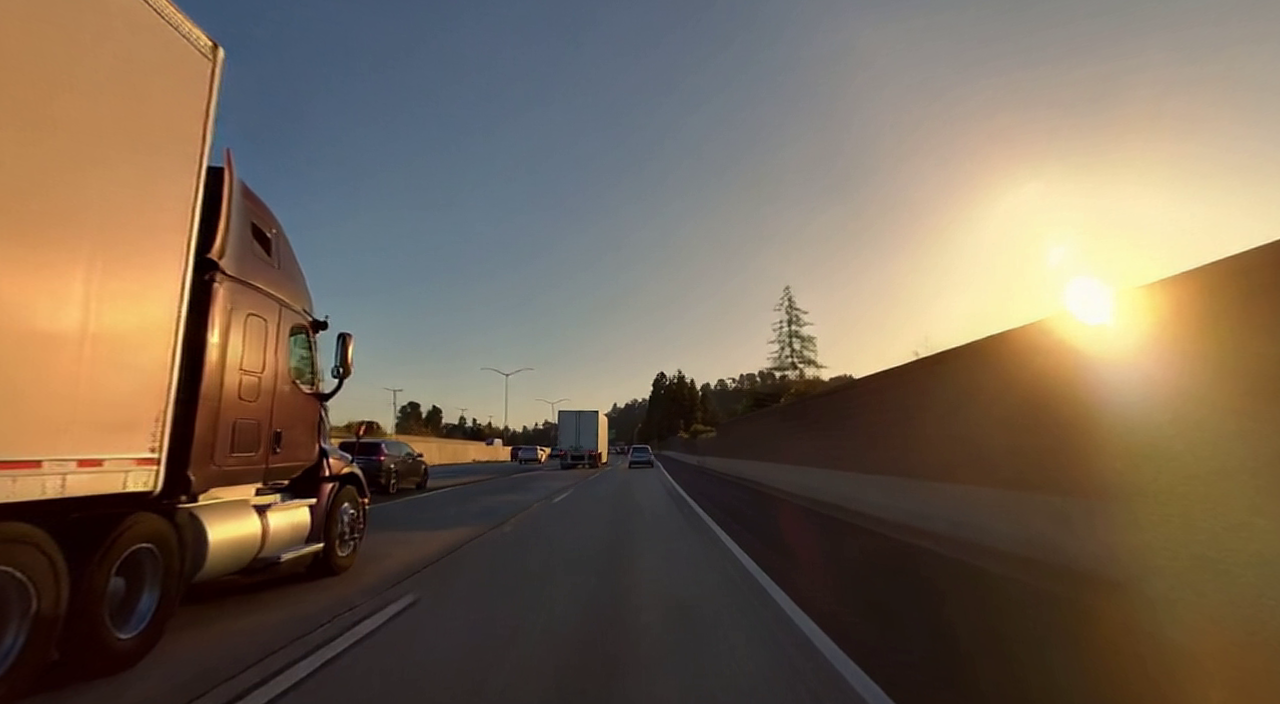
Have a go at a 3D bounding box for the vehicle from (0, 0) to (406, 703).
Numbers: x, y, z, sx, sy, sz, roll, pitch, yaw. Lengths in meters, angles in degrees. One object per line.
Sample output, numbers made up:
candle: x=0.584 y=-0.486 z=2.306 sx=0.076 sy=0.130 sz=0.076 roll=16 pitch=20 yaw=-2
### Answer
vehicle: x=-3.650 y=-0.058 z=0.740 sx=3.025 sy=3.266 sz=9.256 roll=0 pitch=-9 yaw=1

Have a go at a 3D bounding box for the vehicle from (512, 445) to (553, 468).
vehicle: x=-7.197 y=7.044 z=42.632 sx=1.962 sy=1.489 sz=4.002 roll=0 pitch=-9 yaw=2

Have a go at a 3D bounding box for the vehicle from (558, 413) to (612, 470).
vehicle: x=-3.520 y=6.072 z=42.437 sx=2.956 sy=3.331 sz=9.575 roll=0 pitch=-9 yaw=-1

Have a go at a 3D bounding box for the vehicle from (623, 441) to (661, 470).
vehicle: x=0.134 y=6.143 z=37.574 sx=2.178 sy=1.640 sz=4.071 roll=0 pitch=-9 yaw=0
